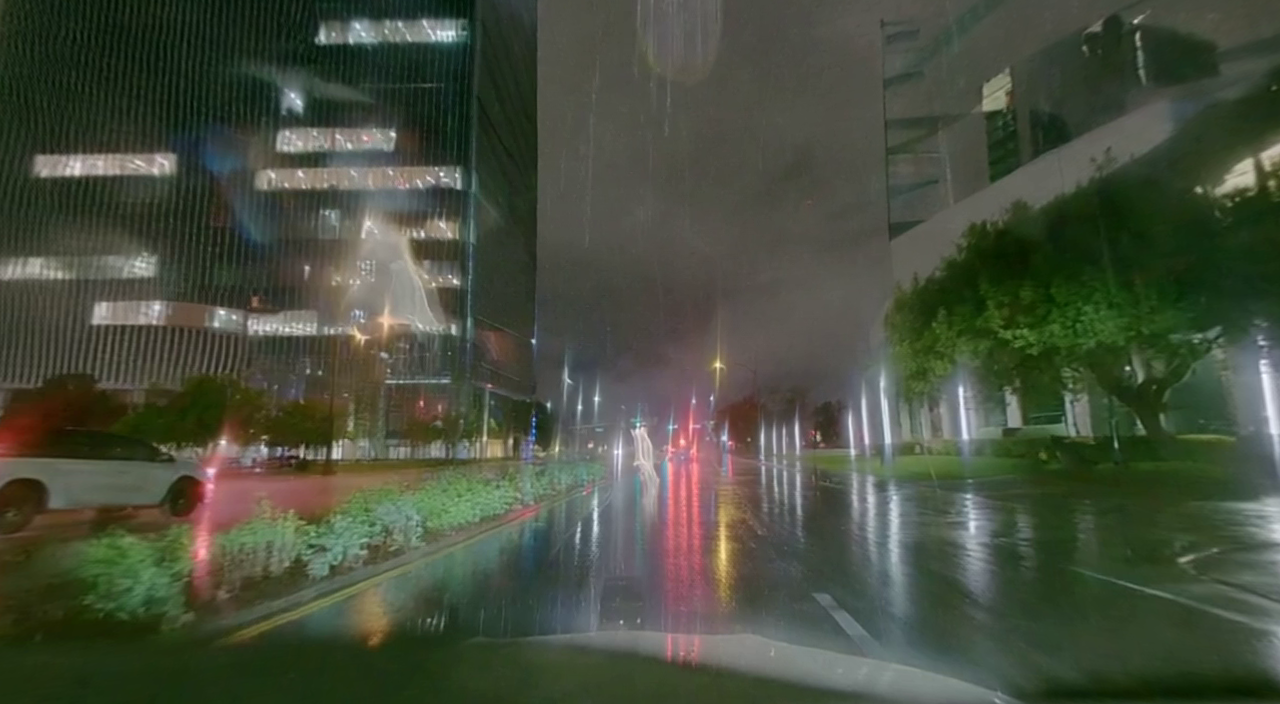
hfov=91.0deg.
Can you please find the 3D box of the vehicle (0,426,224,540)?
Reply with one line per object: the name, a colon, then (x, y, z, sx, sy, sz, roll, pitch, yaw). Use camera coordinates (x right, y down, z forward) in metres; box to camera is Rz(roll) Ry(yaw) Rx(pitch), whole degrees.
vehicle: (-12.115, 2.643, 13.387, 2.297, 1.960, 5.687, -1, -9, 5)
